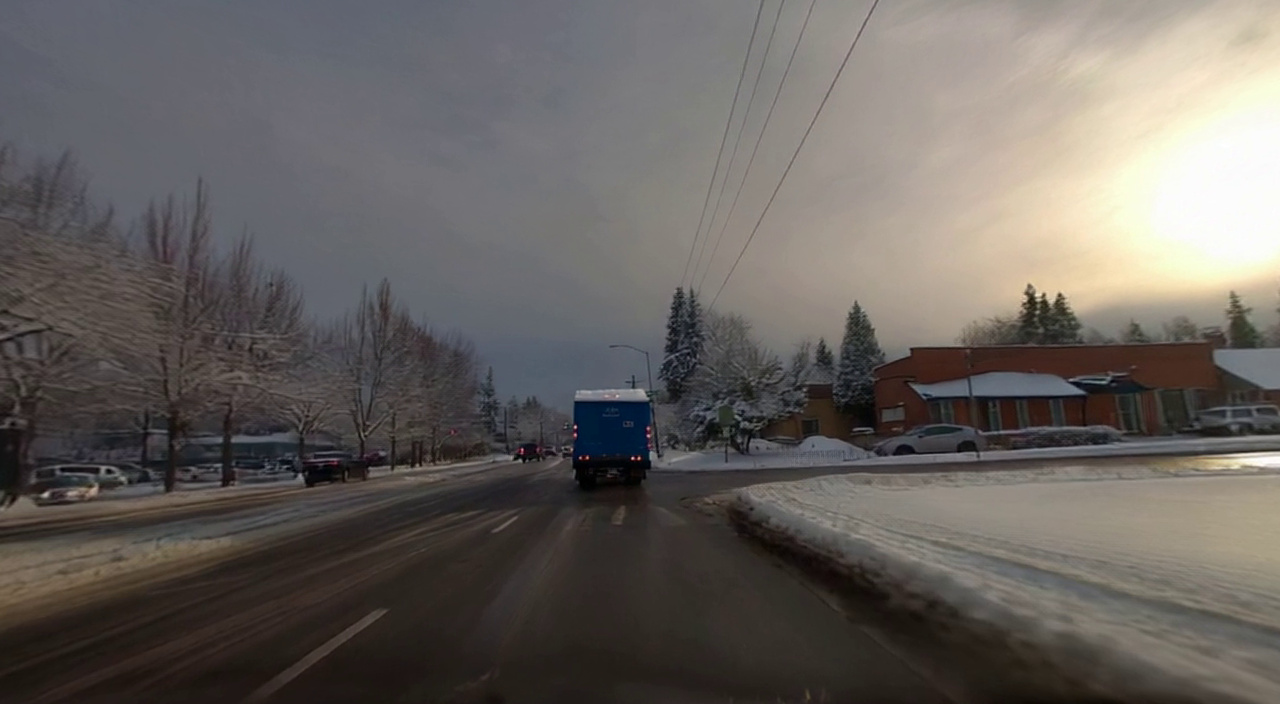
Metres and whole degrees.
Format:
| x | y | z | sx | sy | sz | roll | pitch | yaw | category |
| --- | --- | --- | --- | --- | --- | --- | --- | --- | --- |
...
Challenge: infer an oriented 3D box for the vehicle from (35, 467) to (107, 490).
| x | y | z | sx | sy | sz | roll | pitch | yaw | category |
| --- | --- | --- | --- | --- | --- | --- | --- | --- | --- |
| -40.879 | 9.057 | 45.147 | 1.645 | 1.416 | 3.497 | -5 | -10 | 37 | vehicle |

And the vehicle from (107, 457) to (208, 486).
| x | y | z | sx | sy | sz | roll | pitch | yaw | category |
| --- | --- | --- | --- | --- | --- | --- | --- | --- | --- |
| -35.467 | 8.806 | 46.288 | 5.452 | 1.994 | 2.312 | 0 | -9 | -1 | vehicle |

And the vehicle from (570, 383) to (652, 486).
| x | y | z | sx | sy | sz | roll | pitch | yaw | category |
| --- | --- | --- | --- | --- | --- | --- | --- | --- | --- |
| -1.167 | 3.593 | 26.757 | 2.905 | 3.644 | 8.807 | 0 | -9 | -2 | vehicle |

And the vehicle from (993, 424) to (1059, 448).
| x | y | z | sx | sy | sz | roll | pitch | yaw | category |
| --- | --- | --- | --- | --- | --- | --- | --- | --- | --- |
| 25.995 | 5.688 | 42.321 | 3.313 | 1.373 | 1.590 | -2 | -10 | -2 | vehicle |

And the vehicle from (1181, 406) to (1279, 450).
| x | y | z | sx | sy | sz | roll | pitch | yaw | category |
| --- | --- | --- | --- | --- | --- | --- | --- | --- | --- |
| 25.811 | 3.198 | 26.143 | 4.609 | 1.729 | 2.098 | 0 | -8 | -2 | vehicle |

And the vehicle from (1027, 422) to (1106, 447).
| x | y | z | sx | sy | sz | roll | pitch | yaw | category |
| --- | --- | --- | --- | --- | --- | --- | --- | --- | --- |
| 25.111 | 4.879 | 37.009 | 3.537 | 1.393 | 1.581 | 0 | -10 | -3 | vehicle |

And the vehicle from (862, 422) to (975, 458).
| x | y | z | sx | sy | sz | roll | pitch | yaw | category |
| --- | --- | --- | --- | --- | --- | --- | --- | --- | --- |
| 12.742 | 4.034 | 28.888 | 4.321 | 1.579 | 1.823 | 0 | -8 | -2 | vehicle |

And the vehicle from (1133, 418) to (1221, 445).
| x | y | z | sx | sy | sz | roll | pitch | yaw | category |
| --- | --- | --- | --- | --- | --- | --- | --- | --- | --- |
| 31.728 | 4.709 | 37.153 | 3.709 | 1.502 | 1.806 | 1 | -7 | -6 | vehicle |

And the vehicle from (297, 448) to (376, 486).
| x | y | z | sx | sy | sz | roll | pitch | yaw | category |
| --- | --- | --- | --- | --- | --- | --- | --- | --- | --- |
| -14.847 | 5.614 | 31.037 | 1.958 | 1.672 | 4.283 | 0 | -9 | -4 | vehicle |
